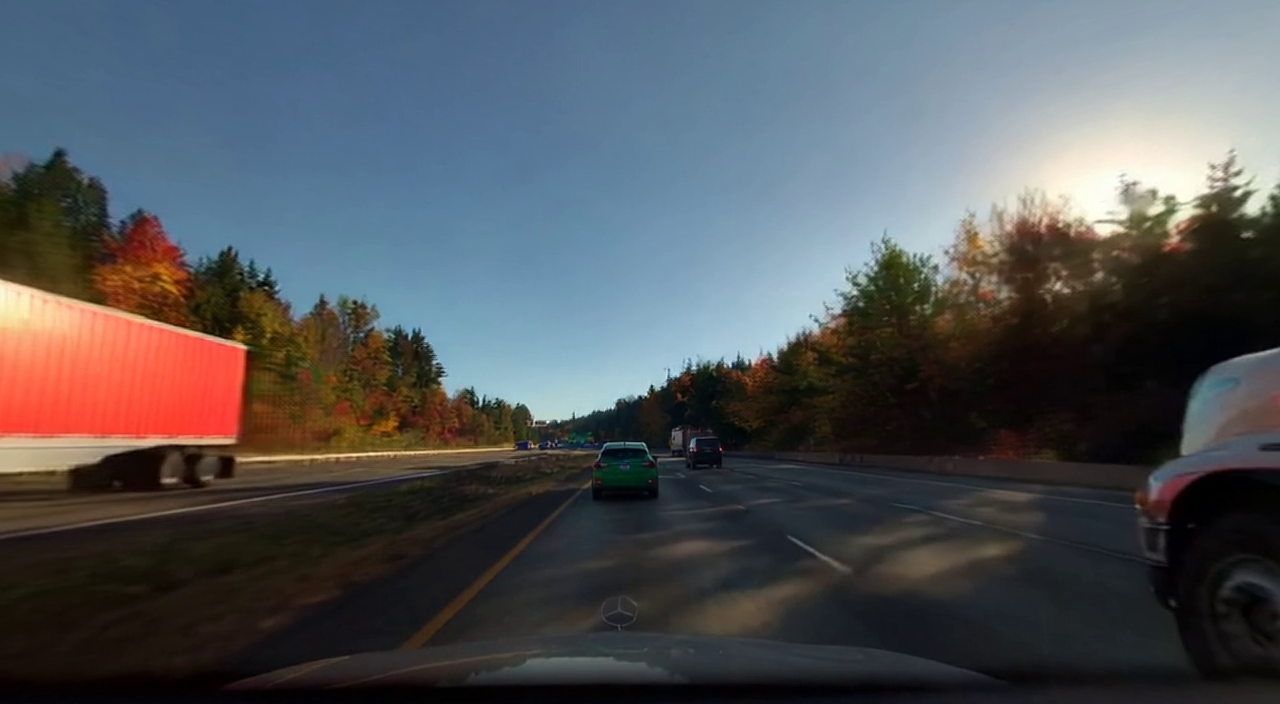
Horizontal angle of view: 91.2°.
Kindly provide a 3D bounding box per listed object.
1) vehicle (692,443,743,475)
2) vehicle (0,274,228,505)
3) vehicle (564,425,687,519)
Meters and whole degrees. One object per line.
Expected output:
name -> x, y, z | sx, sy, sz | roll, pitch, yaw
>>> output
vehicle -> 3.822, 5.326, 31.472 | 1.894, 1.487, 3.751 | 0, -9, -2
vehicle -> -12.954, 0.569, 10.500 | 3.002, 4.083, 13.682 | 0, -9, -1
vehicle -> -0.285, 2.525, 13.655 | 2.259, 1.699, 4.015 | 0, -9, 0
